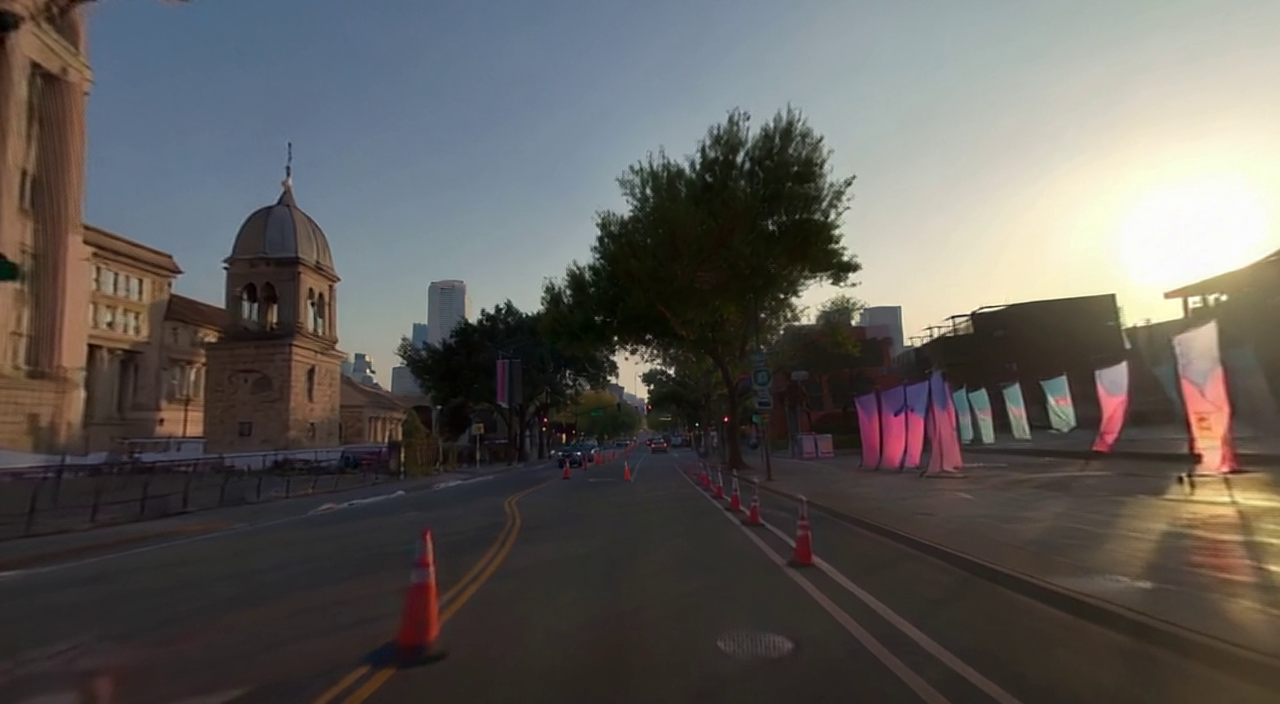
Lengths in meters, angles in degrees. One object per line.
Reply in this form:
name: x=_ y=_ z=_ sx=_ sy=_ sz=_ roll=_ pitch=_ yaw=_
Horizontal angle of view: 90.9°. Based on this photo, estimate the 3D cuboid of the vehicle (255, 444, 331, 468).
vehicle: x=-26.099 y=7.806 z=47.514 sx=4.445 sy=1.753 sz=2.044 roll=0 pitch=-8 yaw=0
